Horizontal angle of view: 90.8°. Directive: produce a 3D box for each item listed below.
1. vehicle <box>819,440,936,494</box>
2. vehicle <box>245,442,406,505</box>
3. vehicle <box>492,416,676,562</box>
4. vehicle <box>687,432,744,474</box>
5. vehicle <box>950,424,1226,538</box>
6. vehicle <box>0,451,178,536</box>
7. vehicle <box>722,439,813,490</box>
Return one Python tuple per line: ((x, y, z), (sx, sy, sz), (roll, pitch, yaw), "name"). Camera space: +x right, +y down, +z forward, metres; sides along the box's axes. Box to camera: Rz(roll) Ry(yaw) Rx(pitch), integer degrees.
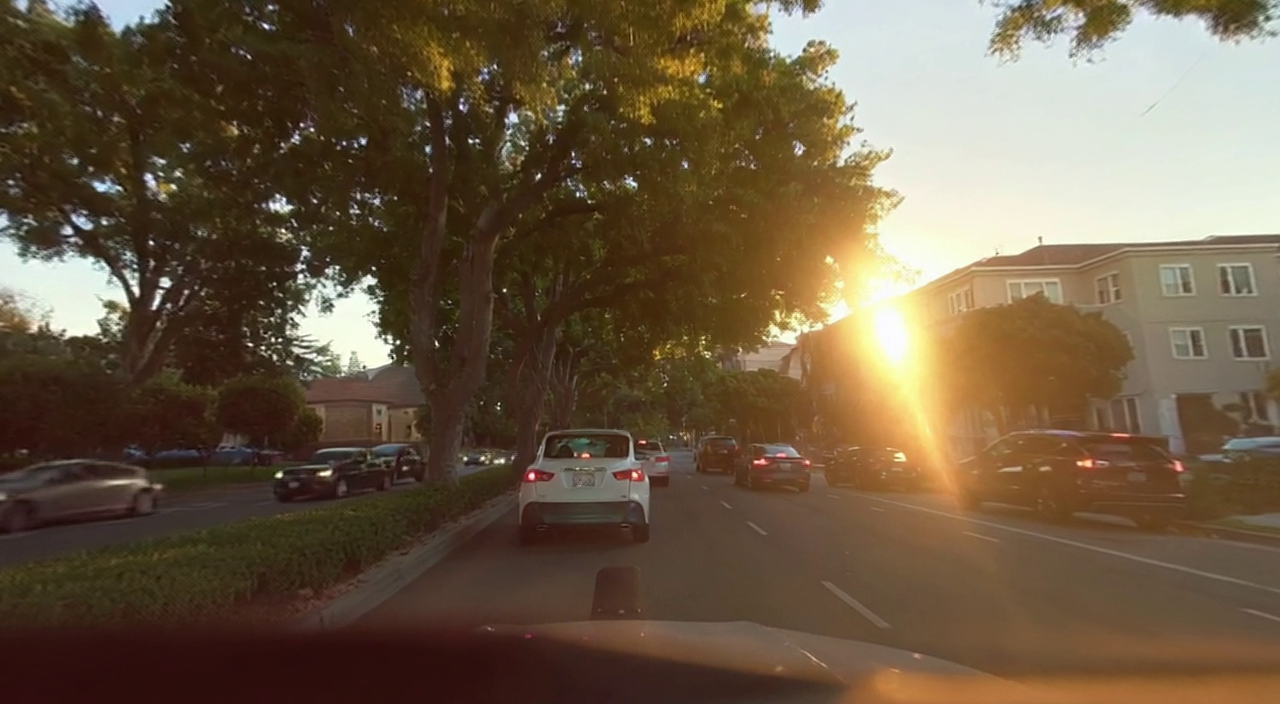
((7.249, 3.545, 19.821), (1.977, 1.485, 4.308), (0, -8, 0), "vehicle")
((-8.351, 3.246, 17.383), (2.039, 1.466, 4.553), (0, -8, 1), "vehicle")
((-0.798, 1.850, 9.212), (2.106, 1.655, 3.717), (1, -8, -5), "vehicle")
((3.563, 4.862, 30.609), (2.114, 1.846, 4.659), (0, -8, -1), "vehicle")
((7.889, 2.277, 11.832), (2.168, 1.709, 4.289), (-1, -8, 3), "vehicle")
((-11.993, 2.744, 12.783), (1.866, 1.404, 4.507), (0, -8, 0), "vehicle")
((4.045, 3.639, 20.848), (2.175, 1.477, 4.520), (0, -8, 1), "vehicle")
